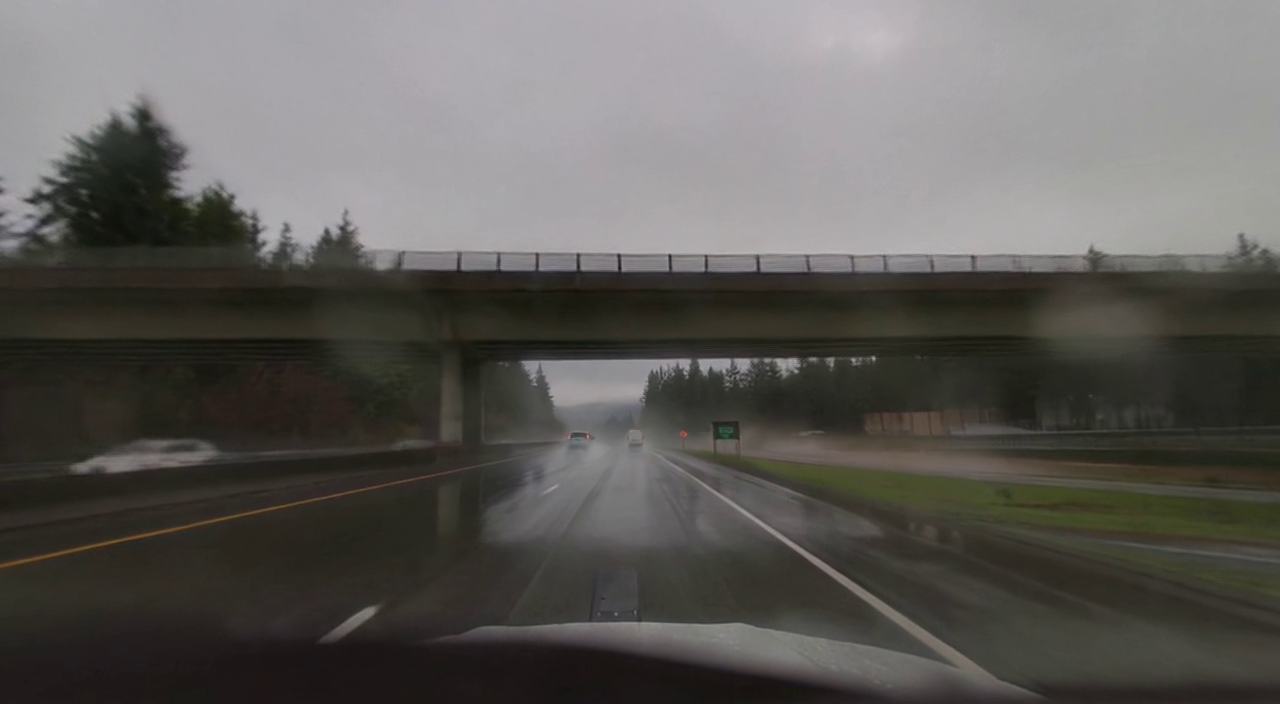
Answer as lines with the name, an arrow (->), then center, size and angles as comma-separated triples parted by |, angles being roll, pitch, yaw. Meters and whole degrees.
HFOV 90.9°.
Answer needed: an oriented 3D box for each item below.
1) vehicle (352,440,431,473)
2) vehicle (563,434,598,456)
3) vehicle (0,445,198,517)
vehicle -> -12.440, 5.240, 31.938 | 2.226, 1.472, 4.442 | 0, -8, -1
vehicle -> -4.355, 6.880, 46.758 | 2.169, 1.588, 4.264 | 0, -8, -1
vehicle -> -12.997, 2.951, 14.980 | 2.062, 1.437, 4.002 | 0, -8, -1
